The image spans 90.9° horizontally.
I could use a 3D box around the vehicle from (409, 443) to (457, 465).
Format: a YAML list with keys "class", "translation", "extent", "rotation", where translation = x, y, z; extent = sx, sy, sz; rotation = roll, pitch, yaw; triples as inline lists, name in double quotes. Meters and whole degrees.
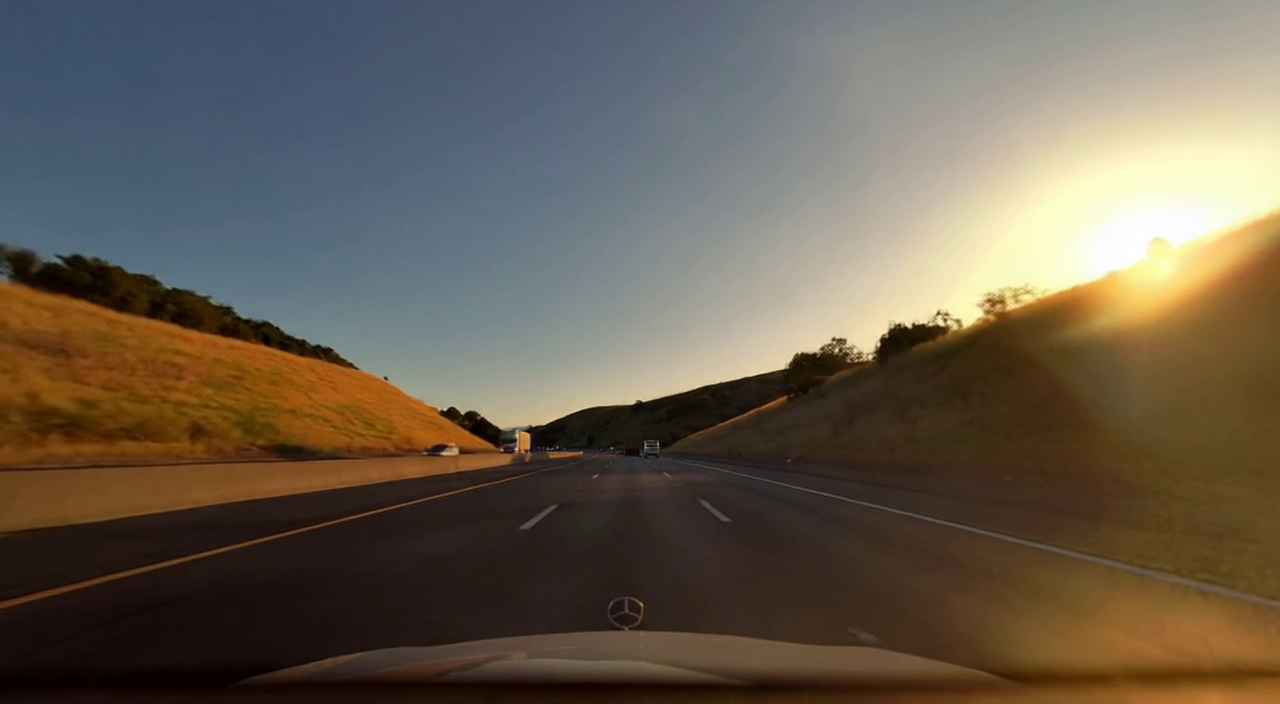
- class: "vehicle"
  translation: [-15.291, 7.543, 46.751]
  extent: [2.138, 1.490, 4.344]
  rotation: [0, -9, 0]
